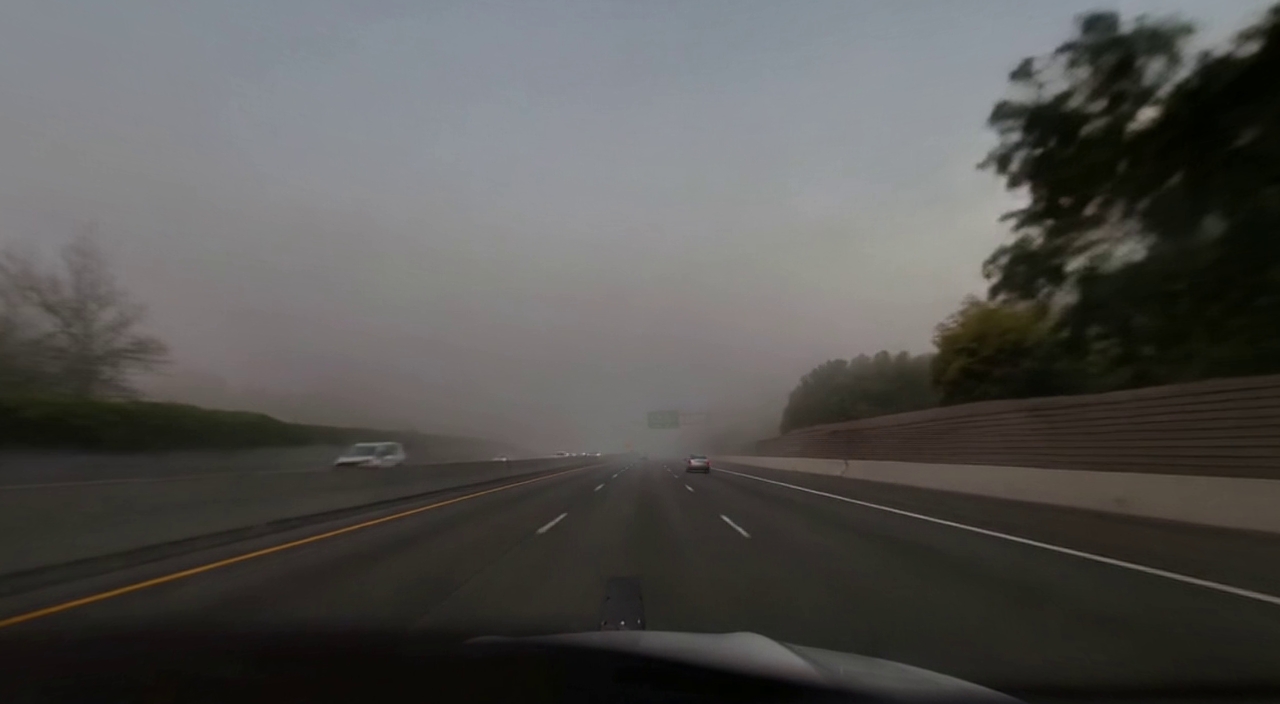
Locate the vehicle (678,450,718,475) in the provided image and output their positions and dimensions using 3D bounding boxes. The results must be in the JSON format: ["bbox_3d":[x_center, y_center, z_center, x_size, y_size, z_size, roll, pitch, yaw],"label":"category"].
[{"bbox_3d":[3.429,6.663,38.126,2.065,1.400,4.028,0,-9,0],"label":"vehicle"}]

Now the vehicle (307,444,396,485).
[{"bbox_3d":[-13.901,5.443,30.717,1.971,1.813,4.743,0,-9,1],"label":"vehicle"}]
